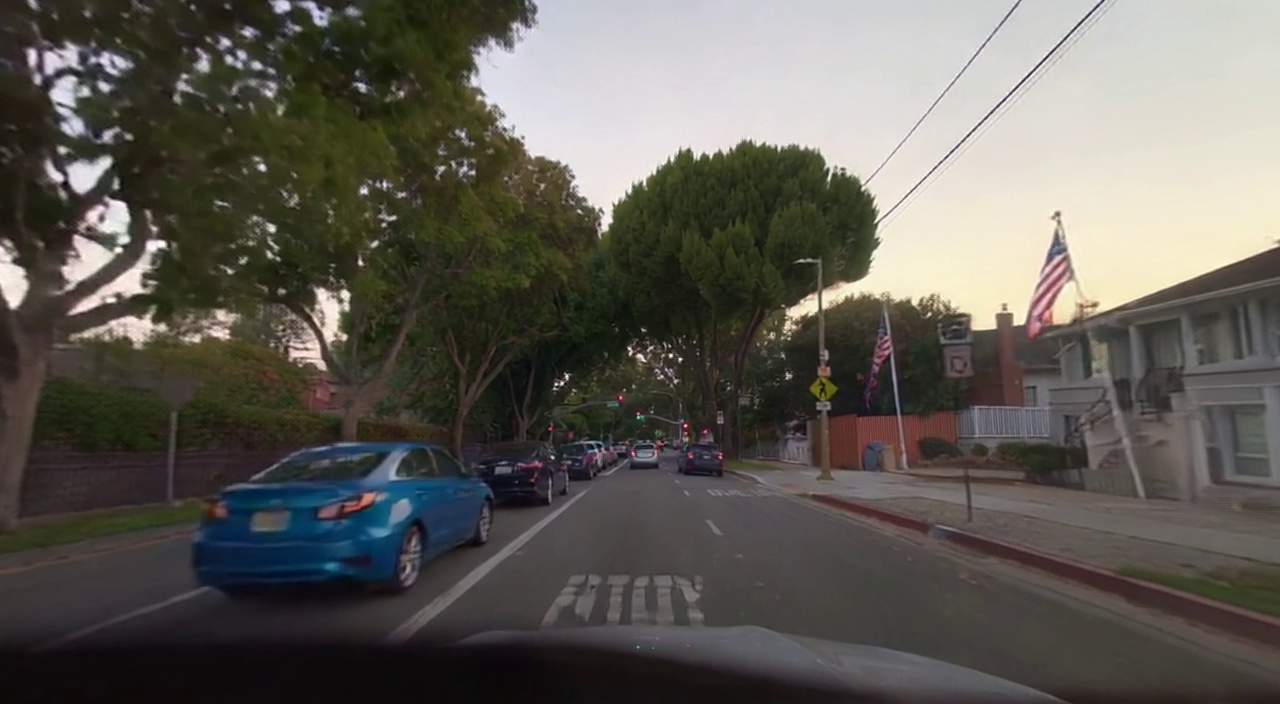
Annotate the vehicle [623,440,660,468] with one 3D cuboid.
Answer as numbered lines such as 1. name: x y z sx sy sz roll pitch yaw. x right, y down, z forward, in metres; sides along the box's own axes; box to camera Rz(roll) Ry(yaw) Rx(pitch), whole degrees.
1. vehicle: 0.069 5.575 34.595 1.927 1.453 3.848 0 -9 0

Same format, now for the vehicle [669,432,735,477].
1. vehicle: 2.511 4.318 26.773 2.258 1.682 4.635 0 -9 -1

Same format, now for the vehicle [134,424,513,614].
1. vehicle: -2.954 1.656 7.241 1.970 1.477 4.380 -1 -9 2

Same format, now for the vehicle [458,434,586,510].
1. vehicle: -2.540 2.735 14.855 2.081 1.488 4.566 0 -9 1
